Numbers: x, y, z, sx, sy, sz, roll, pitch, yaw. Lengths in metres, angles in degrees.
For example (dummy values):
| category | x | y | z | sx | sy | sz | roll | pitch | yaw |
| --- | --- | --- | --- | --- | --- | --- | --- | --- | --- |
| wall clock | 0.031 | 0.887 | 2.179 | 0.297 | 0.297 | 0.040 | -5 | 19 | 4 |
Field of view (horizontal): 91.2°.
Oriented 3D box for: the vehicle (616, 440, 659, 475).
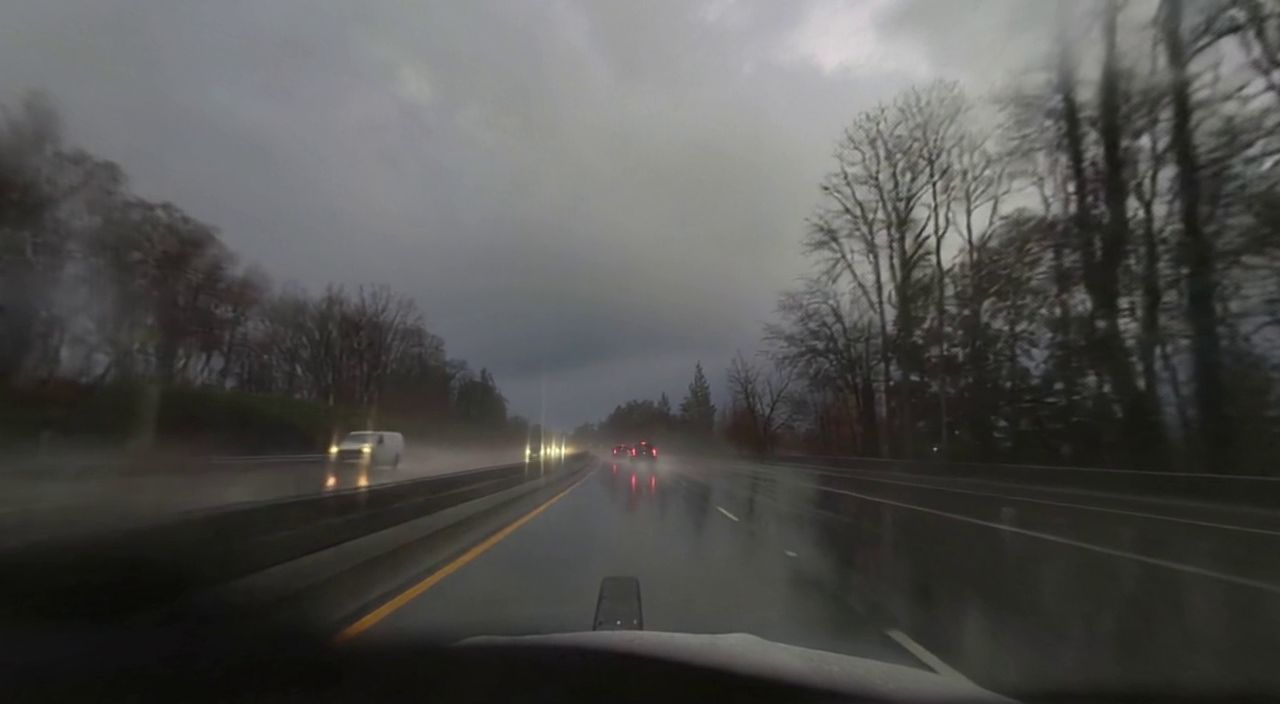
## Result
| category | x | y | z | sx | sy | sz | roll | pitch | yaw |
| --- | --- | --- | --- | --- | --- | --- | --- | --- | --- |
| vehicle | -0.194 | 5.659 | 33.824 | 2.151 | 1.693 | 4.201 | 0 | -9 | -1 |

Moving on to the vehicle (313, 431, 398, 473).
| category | x | y | z | sx | sy | sz | roll | pitch | yaw |
| --- | --- | --- | --- | --- | --- | --- | --- | --- | --- |
| vehicle | -13.440 | 4.745 | 29.971 | 2.047 | 1.825 | 4.344 | 0 | -9 | -1 |
